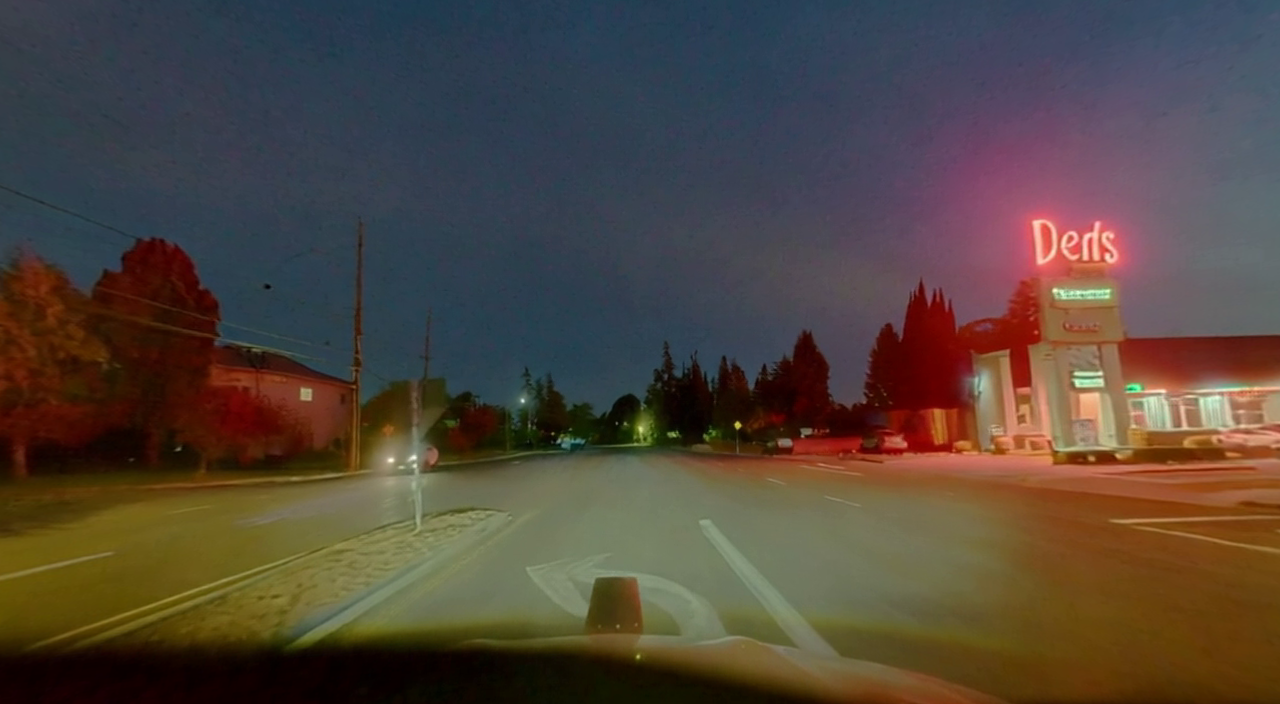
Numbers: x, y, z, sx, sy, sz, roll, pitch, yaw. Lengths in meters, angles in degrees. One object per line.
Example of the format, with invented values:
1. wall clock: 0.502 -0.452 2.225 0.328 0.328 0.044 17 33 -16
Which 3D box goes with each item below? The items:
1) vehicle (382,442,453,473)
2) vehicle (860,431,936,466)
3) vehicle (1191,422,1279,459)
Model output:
1. vehicle: -11.787 5.635 33.906 1.997 1.516 4.790 0 -8 1
2. vehicle: 13.639 5.137 33.715 1.987 1.694 4.523 0 -8 -1
3. vehicle: 26.543 3.797 27.039 1.836 1.497 4.419 0 -8 0
